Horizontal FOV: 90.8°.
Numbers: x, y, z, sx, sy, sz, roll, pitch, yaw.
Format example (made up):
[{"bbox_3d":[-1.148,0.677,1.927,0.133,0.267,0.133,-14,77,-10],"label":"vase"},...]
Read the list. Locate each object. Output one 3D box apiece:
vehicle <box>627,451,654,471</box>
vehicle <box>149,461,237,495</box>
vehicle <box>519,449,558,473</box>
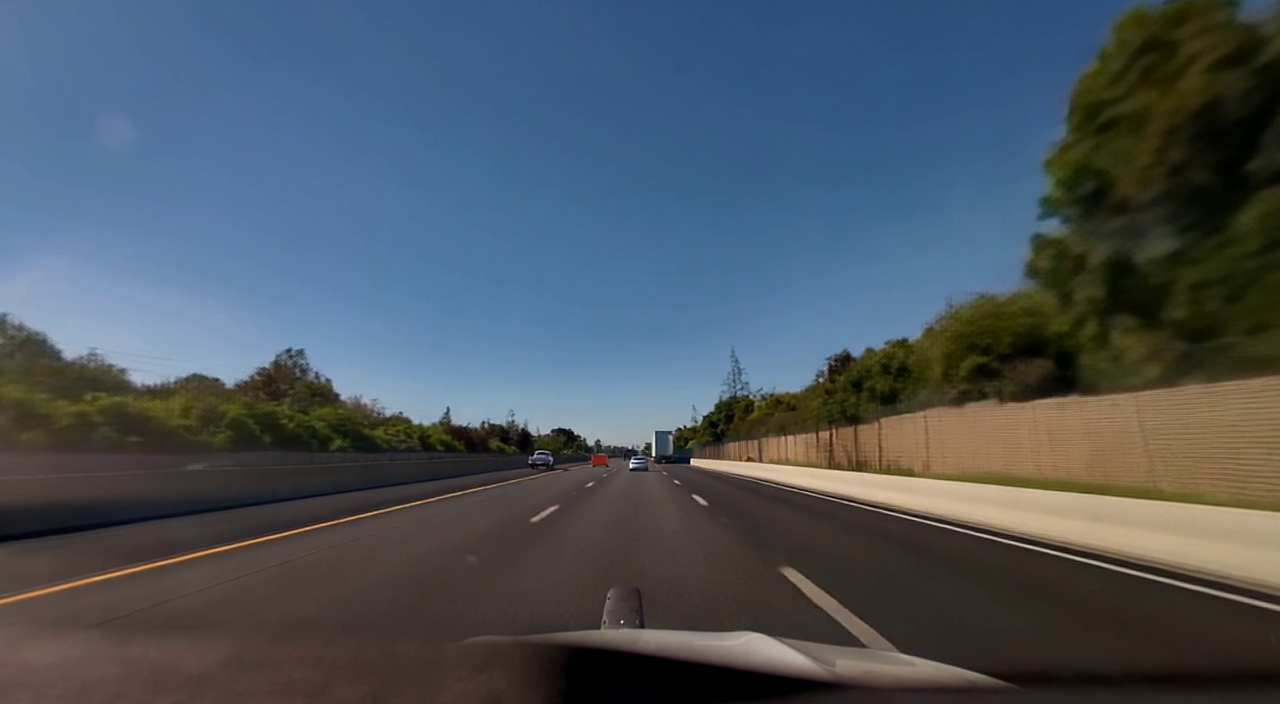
[{"bbox_3d":[0.003,8.617,49.836,2.033,1.465,3.775,0,-9,0],"label":"vehicle"},{"bbox_3d":[-20.324,5.700,28.871,1.636,1.361,3.409,0,-9,-3],"label":"vehicle"},{"bbox_3d":[-7.447,8.078,46.884,2.123,1.671,4.579,-1,-9,1],"label":"vehicle"}]
